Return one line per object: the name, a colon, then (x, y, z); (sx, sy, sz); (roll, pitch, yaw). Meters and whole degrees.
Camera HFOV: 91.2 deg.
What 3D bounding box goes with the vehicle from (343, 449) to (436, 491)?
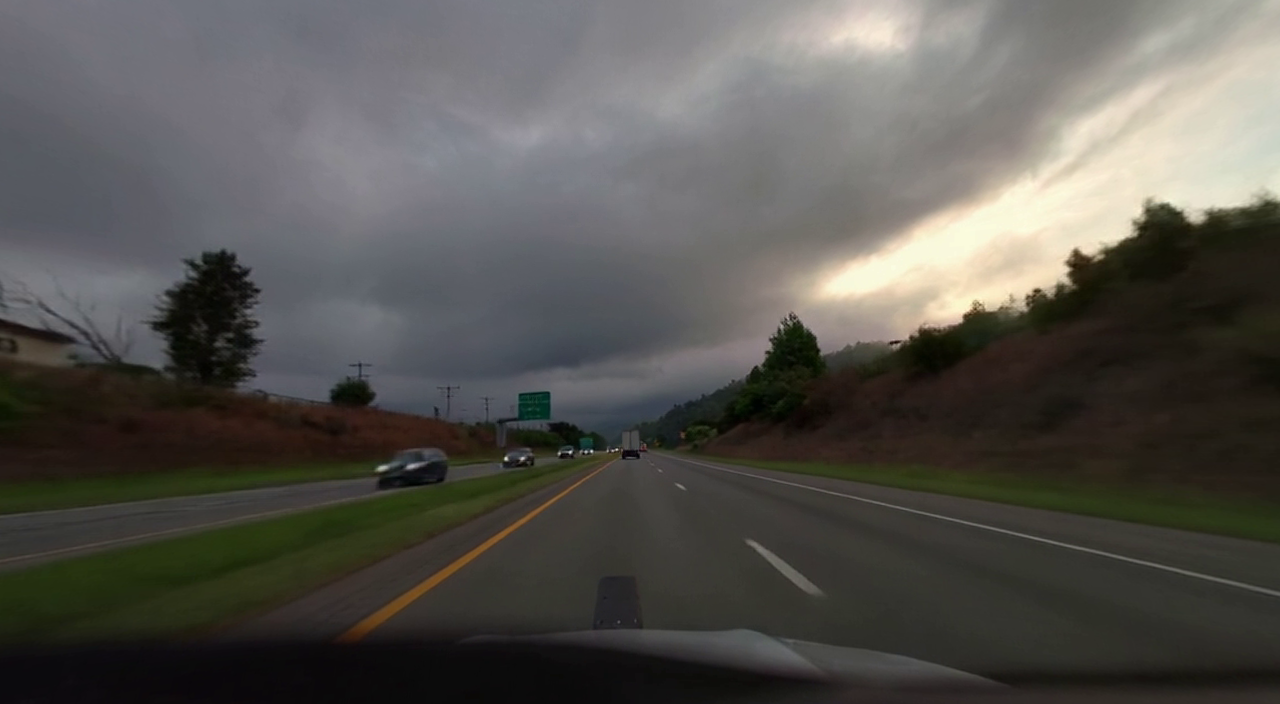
vehicle: (-10.044, 4.720, 25.520); (1.930, 1.526, 4.458); (0, -9, 0)
